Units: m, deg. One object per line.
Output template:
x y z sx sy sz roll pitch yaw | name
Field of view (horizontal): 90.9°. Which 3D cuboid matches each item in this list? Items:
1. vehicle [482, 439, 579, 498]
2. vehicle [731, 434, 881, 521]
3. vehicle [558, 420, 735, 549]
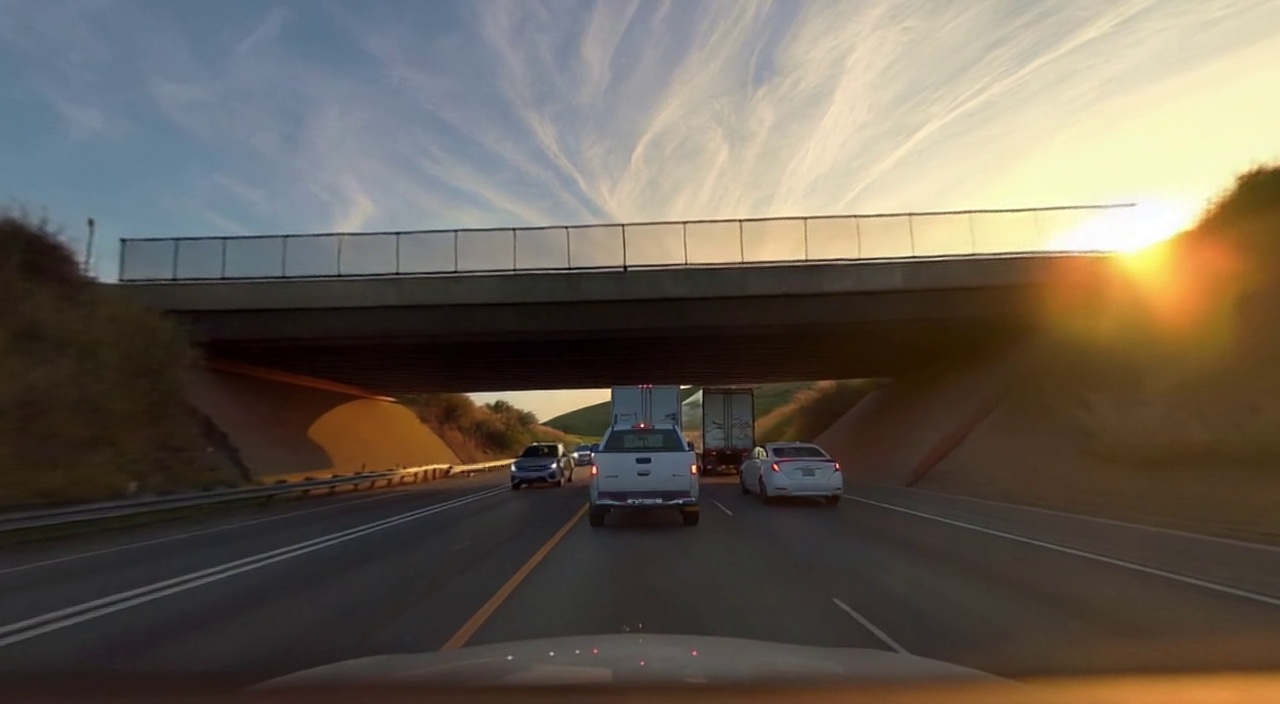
-3.192 3.522 19.420 2.122 1.569 4.294 -1 -9 2 | vehicle
3.220 2.525 13.128 1.972 1.505 3.946 -1 -9 -1 | vehicle
0.105 2.018 10.162 2.256 1.615 4.114 -1 -9 1 | vehicle
